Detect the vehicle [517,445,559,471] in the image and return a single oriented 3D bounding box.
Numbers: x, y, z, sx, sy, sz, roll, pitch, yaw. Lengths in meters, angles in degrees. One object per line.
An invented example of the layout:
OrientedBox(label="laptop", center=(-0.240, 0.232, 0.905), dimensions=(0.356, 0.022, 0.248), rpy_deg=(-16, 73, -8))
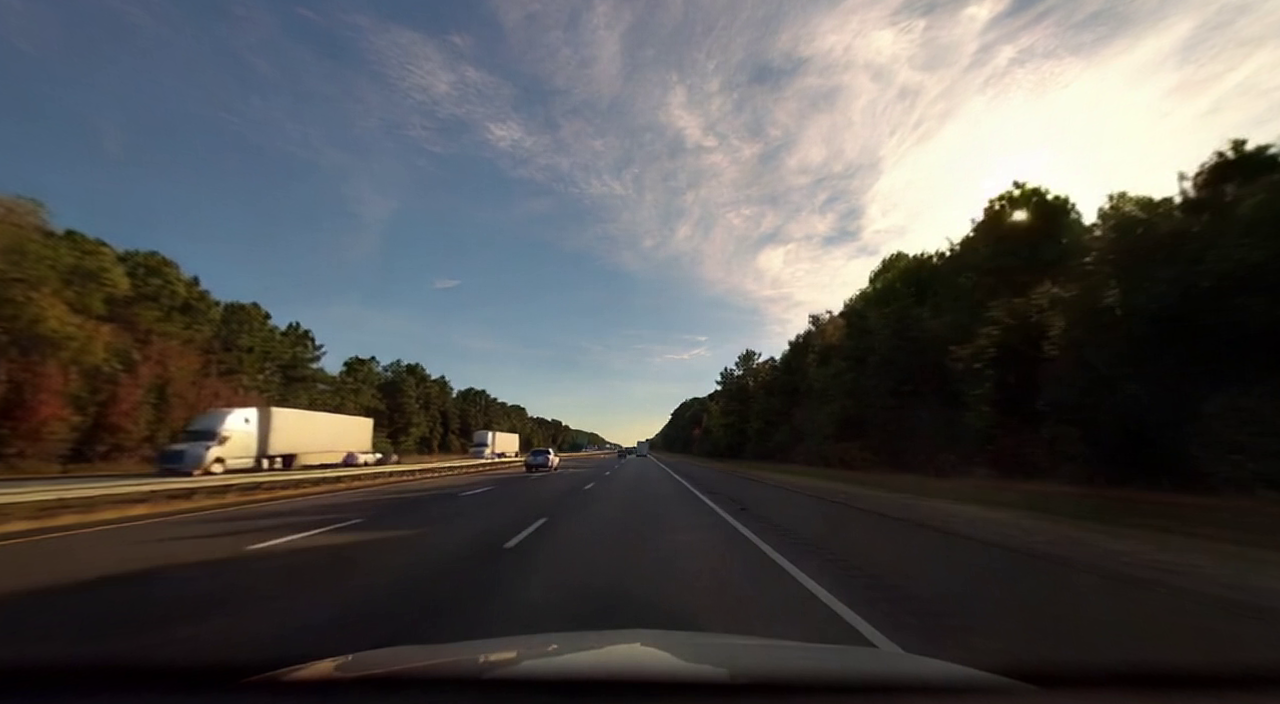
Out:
OrientedBox(label="vehicle", center=(-6.913, 7.262, 43.229), dimensions=(2.115, 1.664, 4.259), rpy_deg=(0, -9, 1))

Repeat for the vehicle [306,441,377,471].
OrientedBox(label="vehicle", center=(-16.041, 5.610, 34.178), dimensions=(1.832, 1.473, 3.996), rpy_deg=(0, -9, 1))

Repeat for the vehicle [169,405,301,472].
OrientedBox(label="vehicle", center=(-23.127, 5.050, 36.600), dimensions=(2.983, 3.489, 6.928), rpy_deg=(0, -9, -1))
